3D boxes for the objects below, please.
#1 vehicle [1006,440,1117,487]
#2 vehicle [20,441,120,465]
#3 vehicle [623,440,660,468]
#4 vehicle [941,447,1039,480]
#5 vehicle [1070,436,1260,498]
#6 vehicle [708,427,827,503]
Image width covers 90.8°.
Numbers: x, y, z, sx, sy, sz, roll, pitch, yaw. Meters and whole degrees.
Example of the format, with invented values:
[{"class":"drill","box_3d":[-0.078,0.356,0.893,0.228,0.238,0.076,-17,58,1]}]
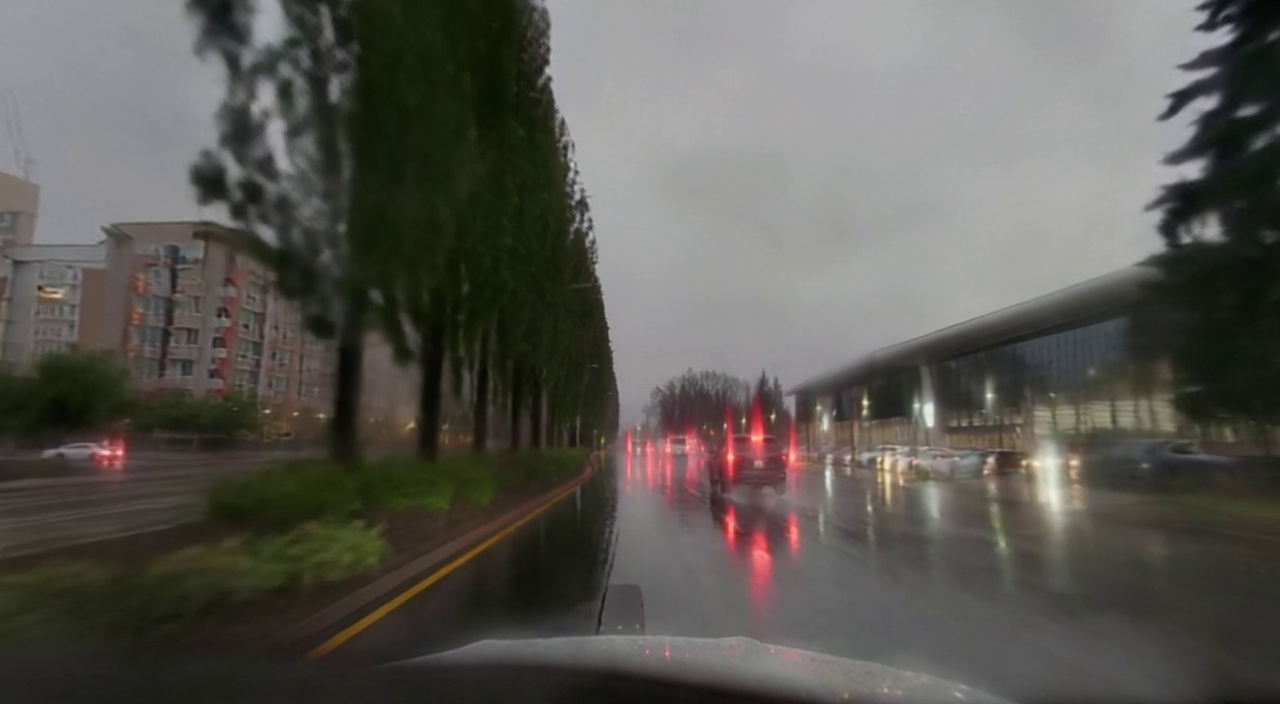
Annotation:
[{"class":"vehicle","box_3d":[16.412,4.323,24.898,1.914,1.644,4.378,-2,-8,10]},{"class":"vehicle","box_3d":[-37.097,6.584,41.209,4.555,1.470,1.937,0,-9,-1]},{"class":"vehicle","box_3d":[0.054,6.277,39.002,2.145,1.572,4.021,0,-9,-1]},{"class":"vehicle","box_3d":[17.368,5.499,31.419,3.958,1.524,2.061,3,-10,-20]},{"class":"vehicle","box_3d":[15.994,3.516,19.660,1.812,1.687,4.579,1,-9,-3]},{"class":"vehicle","box_3d":[3.326,3.085,17.670,2.235,1.806,4.818,0,-9,-1]}]
